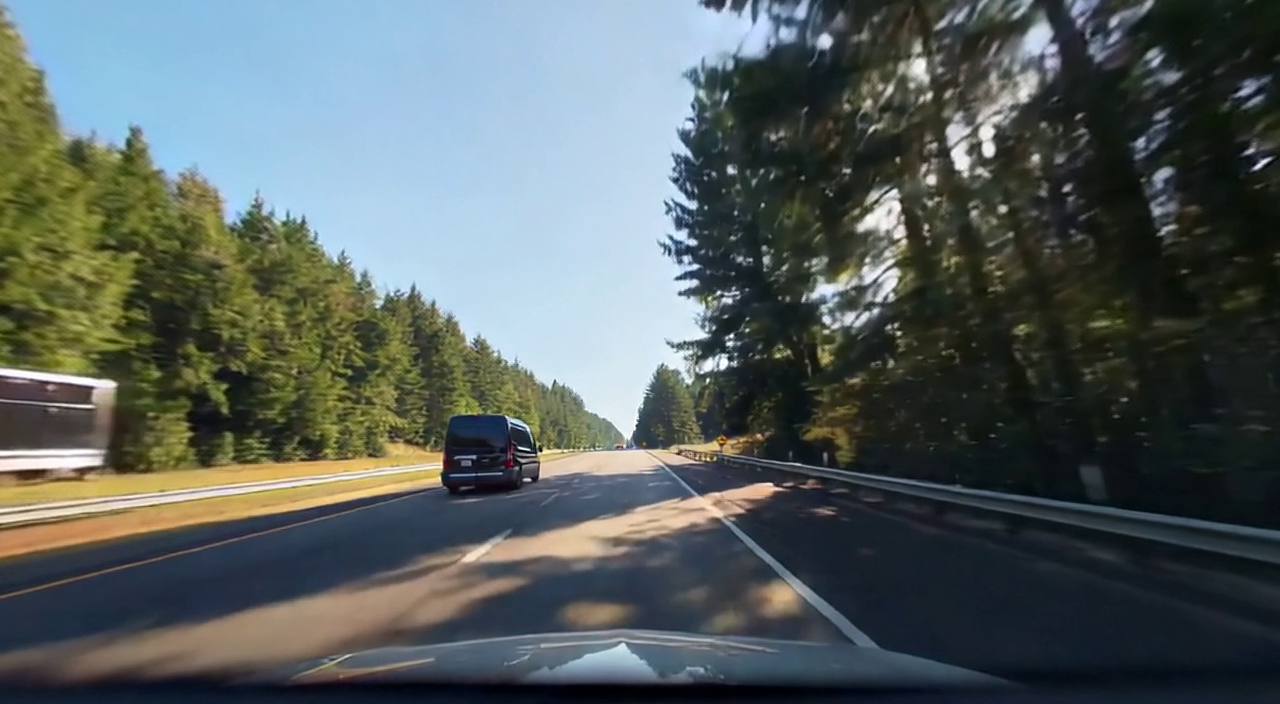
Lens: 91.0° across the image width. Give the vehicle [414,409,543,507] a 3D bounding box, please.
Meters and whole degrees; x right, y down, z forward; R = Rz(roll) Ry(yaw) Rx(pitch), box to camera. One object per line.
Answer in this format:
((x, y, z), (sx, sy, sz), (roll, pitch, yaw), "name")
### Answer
((-3.750, 2.564, 15.617), (1.976, 2.029, 4.737), (-1, -8, 0), "vehicle")
